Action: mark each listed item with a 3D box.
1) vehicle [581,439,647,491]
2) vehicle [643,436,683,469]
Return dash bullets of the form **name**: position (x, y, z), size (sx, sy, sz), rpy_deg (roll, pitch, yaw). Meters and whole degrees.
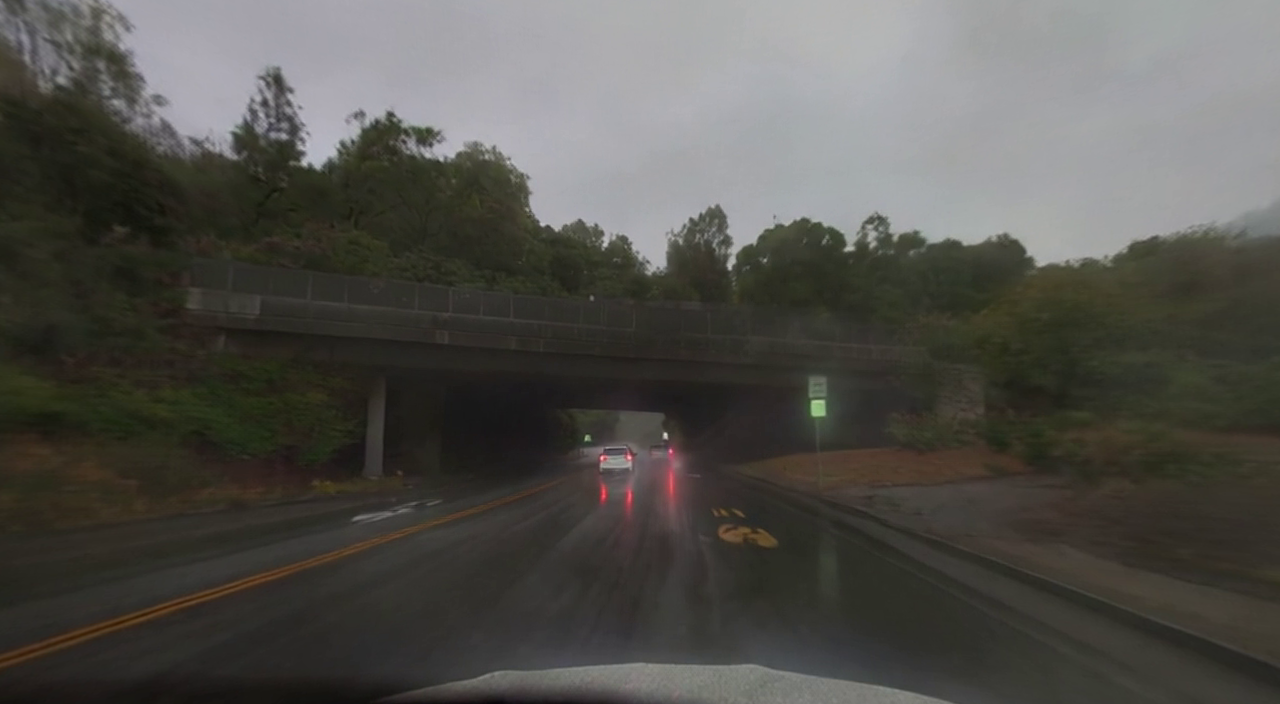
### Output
- **vehicle**: position (-0.823, 3.788, 21.414), size (2.037, 1.601, 3.643), rpy_deg (0, -9, -1)
- **vehicle**: position (1.431, 6.504, 40.884), size (2.273, 2.010, 4.396), rpy_deg (0, -9, -2)
